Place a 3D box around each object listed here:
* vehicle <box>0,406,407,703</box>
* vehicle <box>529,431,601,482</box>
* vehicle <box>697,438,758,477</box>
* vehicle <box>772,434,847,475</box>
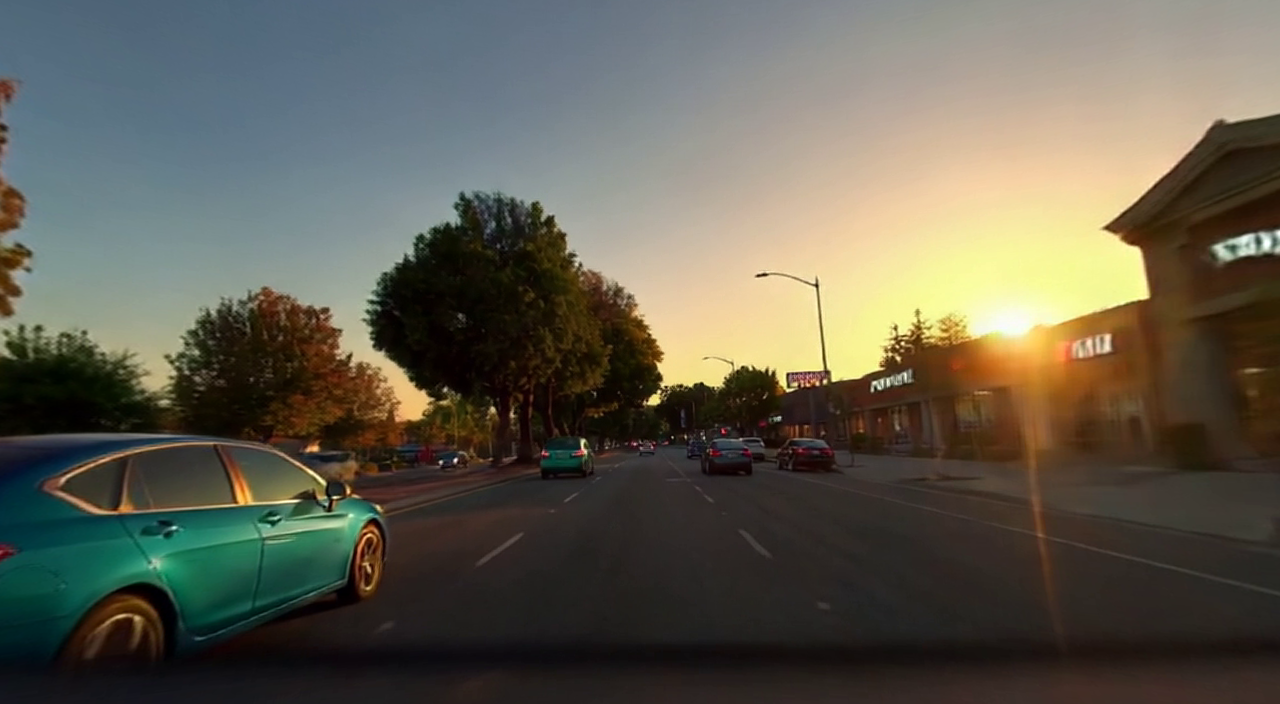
[{"bbox_3d":[-3.256,1.124,3.559,1.956,1.460,4.802,0,-8,1],"label":"vehicle"},{"bbox_3d":[-2.779,4.022,24.584,2.193,1.788,4.603,0,-8,1],"label":"vehicle"},{"bbox_3d":[3.557,4.348,26.288,1.904,1.490,4.299,0,-8,0],"label":"vehicle"},{"bbox_3d":[7.490,4.590,28.379,2.089,1.678,4.725,0,-8,0],"label":"vehicle"}]
